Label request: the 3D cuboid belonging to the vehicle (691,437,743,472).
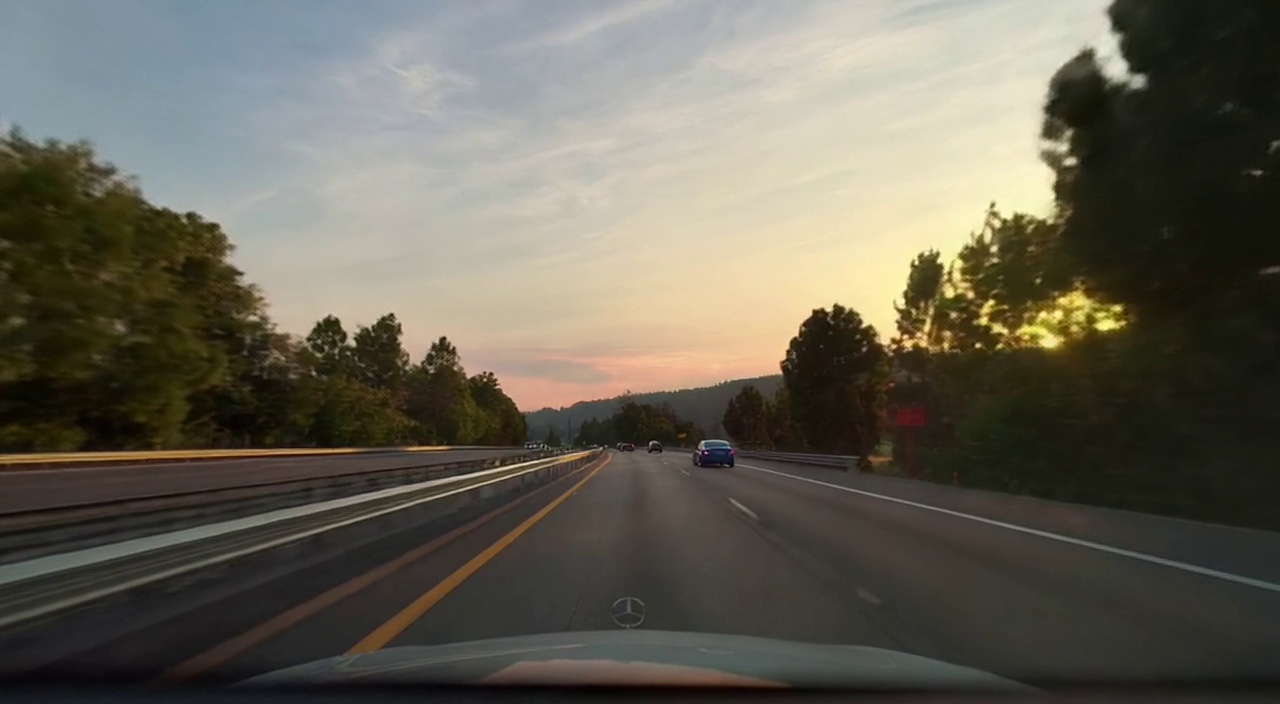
[{"bbox_3d":[3.646,4.882,30.274,1.945,1.538,3.729,0,-8,-1],"label":"vehicle"}]
